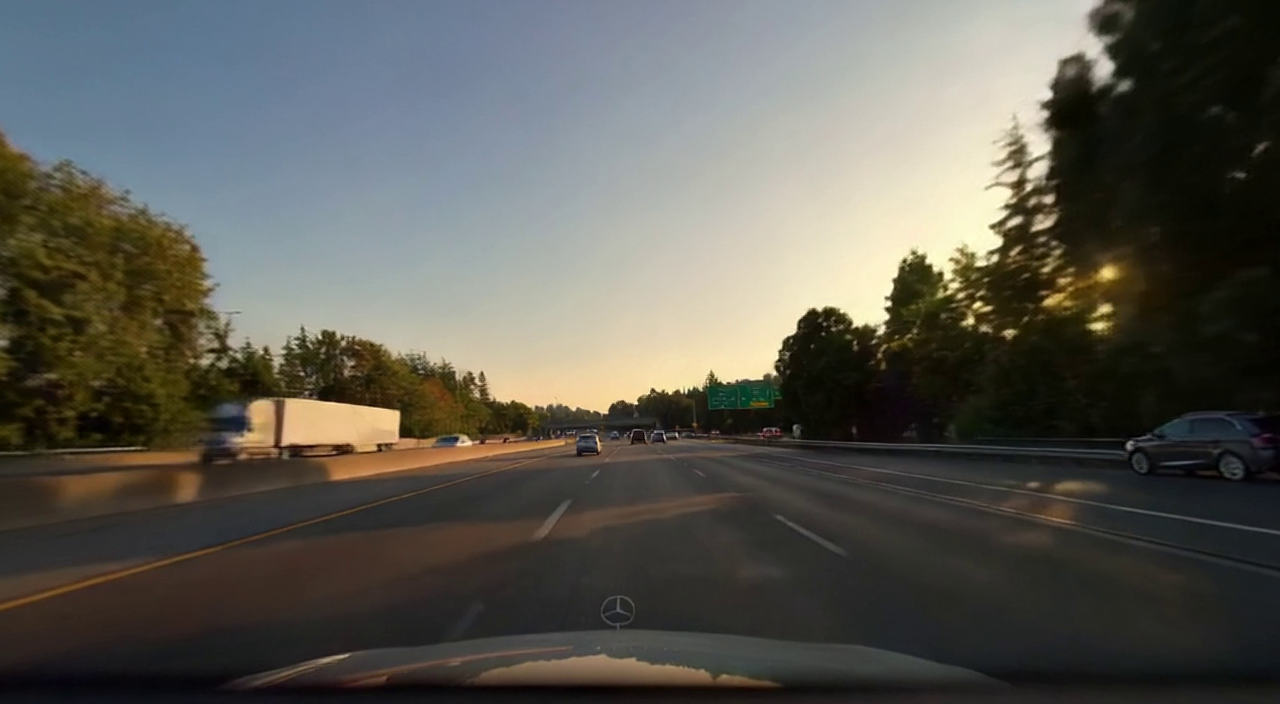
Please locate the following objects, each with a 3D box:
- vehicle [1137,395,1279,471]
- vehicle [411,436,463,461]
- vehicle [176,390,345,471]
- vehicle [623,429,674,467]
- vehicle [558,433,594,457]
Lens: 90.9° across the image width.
[{"bbox_3d":[22.475,3.093,23.868,2.232,2.540,6.015,0,-8,-1],"label":"vehicle"},{"bbox_3d":[-12.463,5.929,38.963,1.993,1.479,3.872,0,-8,-1],"label":"vehicle"},{"bbox_3d":[-20.110,4.375,34.611,2.981,3.787,10.363,0,-8,-1],"label":"vehicle"},{"bbox_3d":[0.310,4.312,28.489,2.086,1.554,3.875,0,-8,-2],"label":"vehicle"},{"bbox_3d":[-4.195,6.144,41.856,2.014,1.471,4.380,0,-8,-1],"label":"vehicle"}]
